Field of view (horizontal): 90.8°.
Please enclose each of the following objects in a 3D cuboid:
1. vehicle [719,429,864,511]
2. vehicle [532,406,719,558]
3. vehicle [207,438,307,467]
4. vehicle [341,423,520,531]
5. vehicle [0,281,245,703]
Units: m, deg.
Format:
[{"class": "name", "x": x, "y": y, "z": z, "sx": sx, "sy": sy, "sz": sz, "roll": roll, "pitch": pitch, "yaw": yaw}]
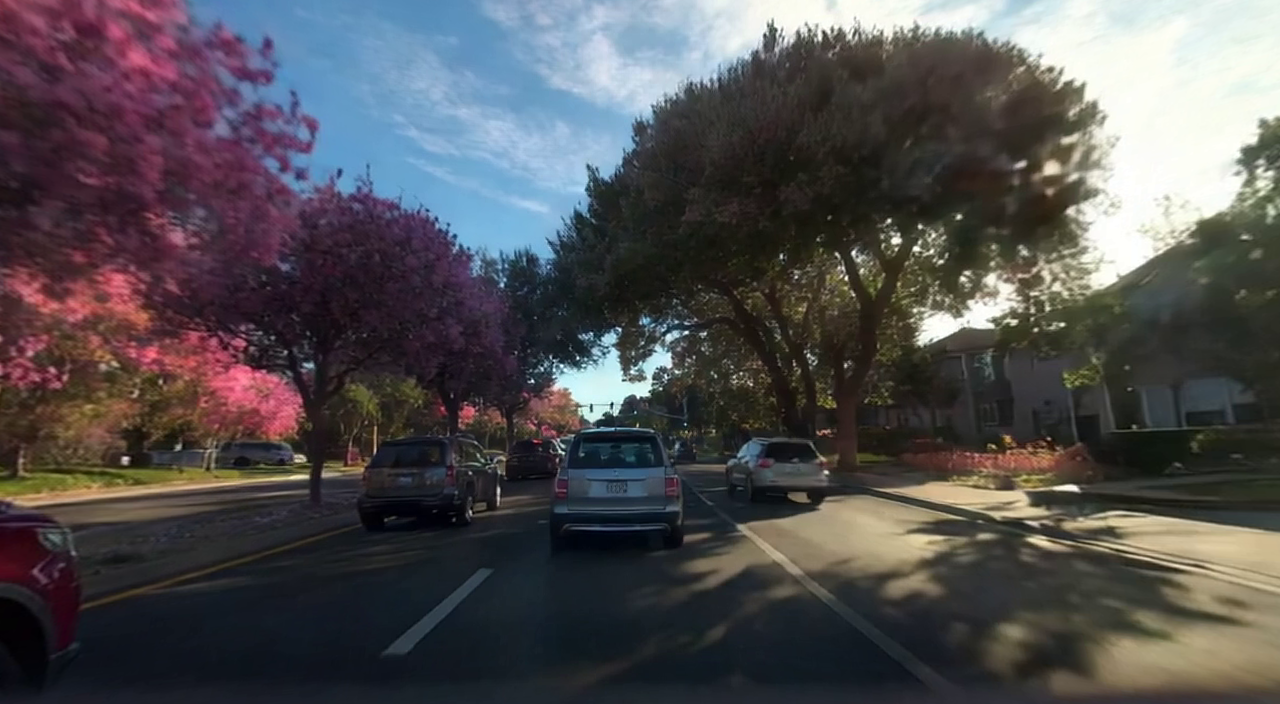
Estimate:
[{"class": "vehicle", "x": 3.203, "y": 2.611, "z": 14.495, "sx": 2.056, "sy": 1.536, "sz": 4.678, "roll": 0, "pitch": -8, "yaw": -1}, {"class": "vehicle", "x": -0.186, "y": 1.768, "z": 9.234, "sx": 2.112, "sy": 1.693, "sz": 4.058, "roll": 0, "pitch": -8, "yaw": -1}, {"class": "vehicle", "x": -28.483, "y": 7.475, "z": 47.260, "sx": 5.856, "sy": 2.096, "sz": 2.481, "roll": 3, "pitch": -9, "yaw": -18}, {"class": "vehicle", "x": -3.665, "y": 2.263, "z": 12.025, "sx": 1.948, "sy": 1.668, "sz": 4.279, "roll": 0, "pitch": -8, "yaw": 0}, {"class": "vehicle", "x": -3.529, "y": 0.558, "z": 1.300, "sx": 2.304, "sy": 1.928, "sz": 4.833, "roll": 0, "pitch": -8, "yaw": 0}]
